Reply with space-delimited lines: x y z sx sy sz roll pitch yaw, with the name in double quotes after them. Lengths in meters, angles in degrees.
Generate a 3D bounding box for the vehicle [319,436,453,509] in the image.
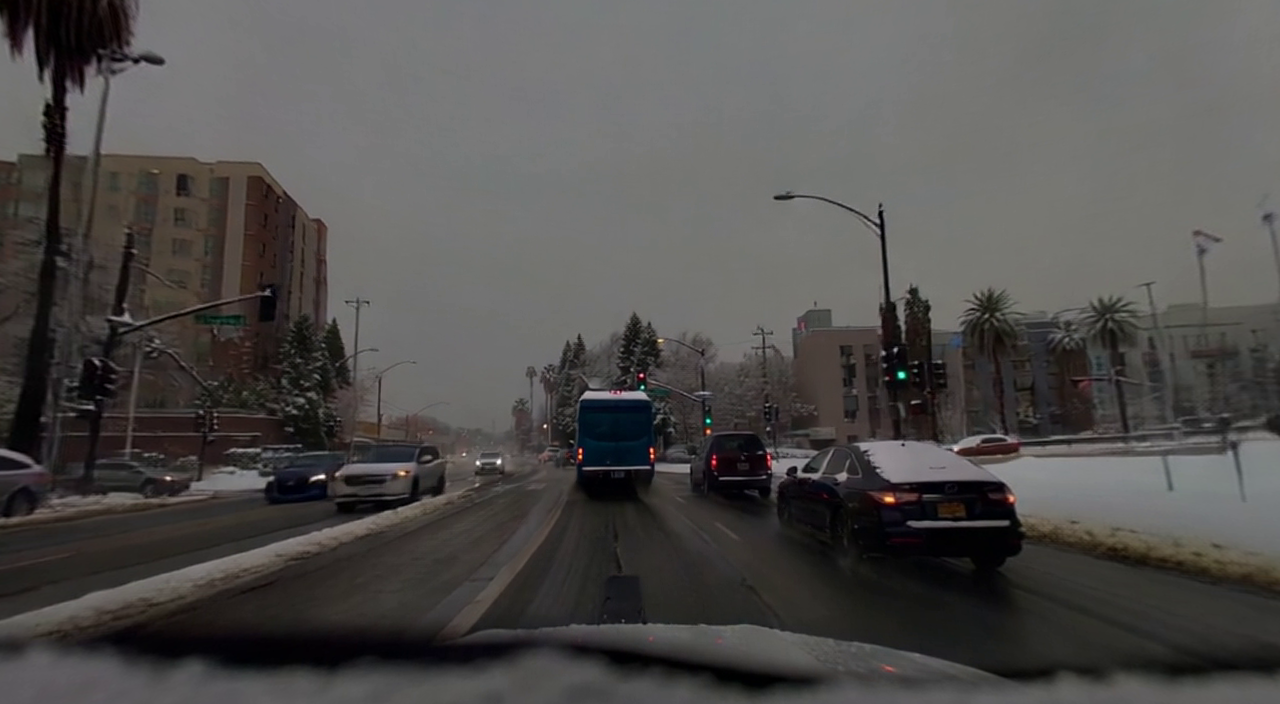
-6.736 3.212 17.271 2.058 1.730 4.466 0 -9 -4 "vehicle"

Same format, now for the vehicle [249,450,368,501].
-11.285 4.190 21.803 1.975 1.503 4.533 1 -9 -5 "vehicle"

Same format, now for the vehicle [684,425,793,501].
2.749 3.278 19.071 2.157 1.944 5.423 0 -8 -3 "vehicle"

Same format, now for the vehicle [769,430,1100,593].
3.271 1.850 8.300 1.978 1.507 4.636 0 -8 -2 "vehicle"

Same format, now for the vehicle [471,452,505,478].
-9.836 7.326 40.771 1.878 1.540 3.939 1 -9 -10 "vehicle"

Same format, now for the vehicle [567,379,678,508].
-0.683 2.549 17.534 2.517 2.926 6.177 1 -9 -5 "vehicle"

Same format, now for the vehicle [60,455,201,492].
-22.471 5.344 27.790 4.585 1.533 1.996 -1 -9 4 "vehicle"
